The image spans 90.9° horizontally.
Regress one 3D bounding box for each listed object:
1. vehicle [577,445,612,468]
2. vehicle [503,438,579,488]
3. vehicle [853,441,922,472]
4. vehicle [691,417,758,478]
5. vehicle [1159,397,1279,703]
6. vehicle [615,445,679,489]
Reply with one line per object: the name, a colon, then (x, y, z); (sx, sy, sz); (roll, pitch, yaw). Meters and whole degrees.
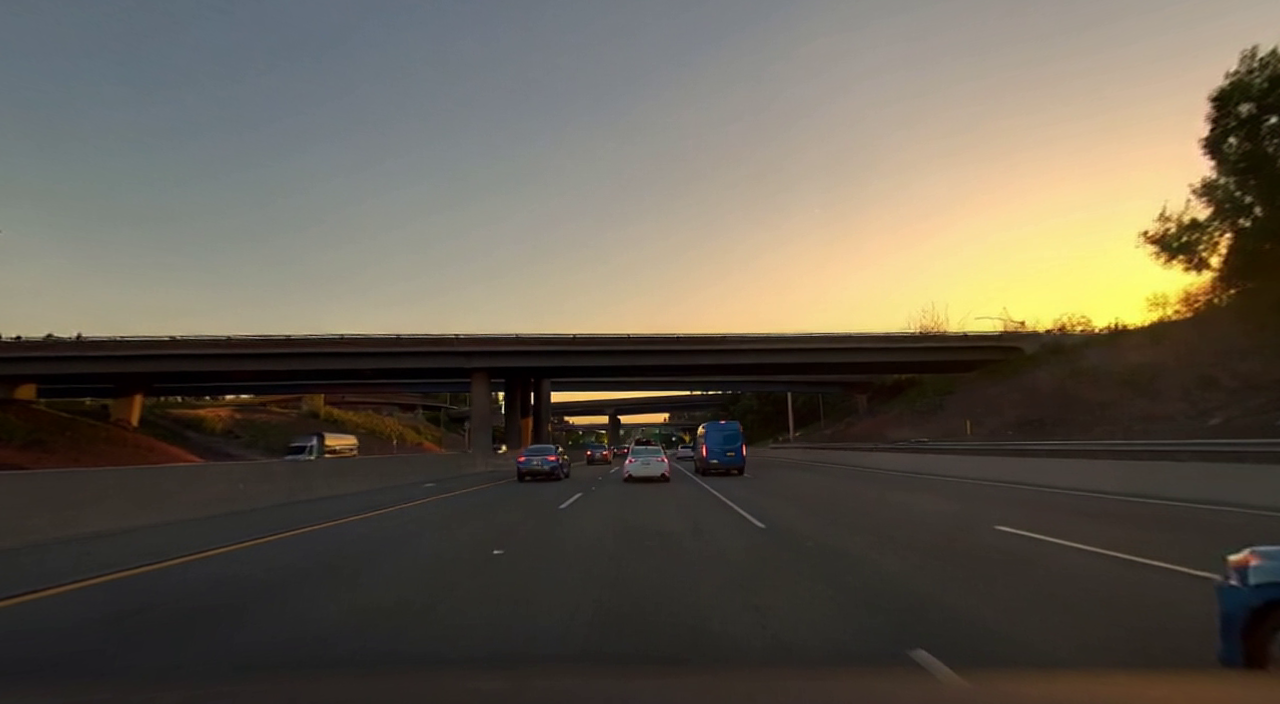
vehicle: (-3.407, 7.878, 47.889); (2.258, 1.655, 4.397); (0, -8, 1)
vehicle: (-3.614, 4.135, 23.805); (2.078, 1.706, 4.298); (-1, -8, 1)
vehicle: (15.781, 6.667, 40.539); (2.189, 1.869, 5.080); (0, -8, -2)
vehicle: (4.124, 4.835, 32.057); (2.436, 2.745, 6.607); (0, -8, 0)
vehicle: (3.934, 0.745, 1.230); (2.085, 1.558, 4.466); (-1, -8, 1)
vehicle: (0.241, 4.173, 23.274); (2.174, 1.467, 4.005); (0, -8, 0)
